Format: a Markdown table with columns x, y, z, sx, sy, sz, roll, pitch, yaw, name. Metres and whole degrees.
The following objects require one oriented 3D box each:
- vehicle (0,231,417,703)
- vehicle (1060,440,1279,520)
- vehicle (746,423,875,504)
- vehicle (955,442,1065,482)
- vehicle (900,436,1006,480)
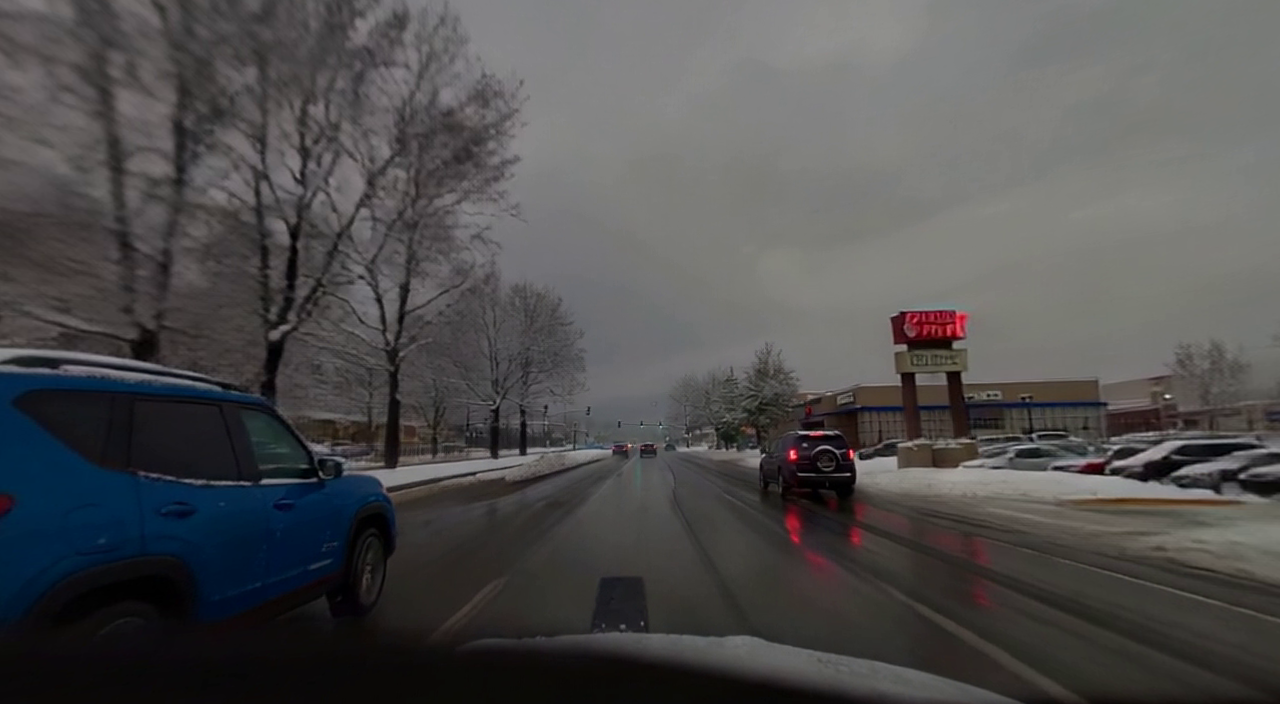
| x | y | z | sx | sy | sz | roll | pitch | yaw | name |
| --- | --- | --- | --- | --- | --- | --- | --- | --- | --- |
| -3.166 | 0.772 | 3.293 | 2.210 | 1.925 | 4.838 | 0 | -8 | 0 | vehicle |
| 11.529 | 2.606 | 13.091 | 4.217 | 1.522 | 1.755 | -1 | -9 | 4 | vehicle |
| 4.159 | 2.805 | 16.218 | 2.024 | 1.773 | 4.431 | 0 | -8 | -1 | vehicle |
| 15.066 | 4.481 | 25.900 | 1.780 | 1.499 | 3.786 | 1 | -9 | -10 | vehicle |
| 12.493 | 4.239 | 25.507 | 1.781 | 1.615 | 4.095 | 1 | -9 | -7 | vehicle |
